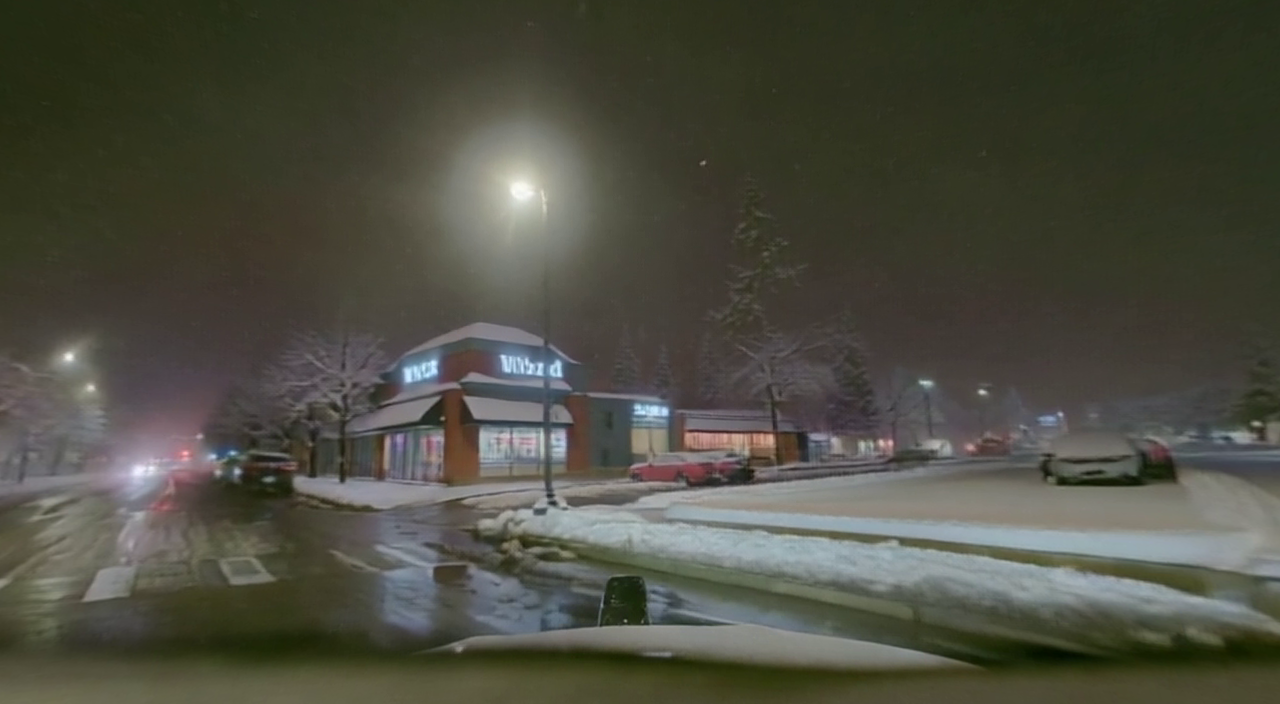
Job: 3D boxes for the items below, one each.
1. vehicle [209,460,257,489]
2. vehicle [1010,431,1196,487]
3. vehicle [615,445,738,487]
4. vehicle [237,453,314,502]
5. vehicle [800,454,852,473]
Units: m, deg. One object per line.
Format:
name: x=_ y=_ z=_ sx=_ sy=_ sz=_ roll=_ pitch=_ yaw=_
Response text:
vehicle: x=-27.441 y=8.199 z=42.429 sx=2.053 sy=1.691 sz=4.194 roll=7 pitch=-11 yaw=-40
vehicle: x=15.492 y=3.568 z=21.293 sx=4.706 sy=1.663 sz=1.993 roll=-8 pitch=-12 yaw=43
vehicle: x=1.510 y=4.782 z=26.731 sx=4.814 sy=1.618 sz=1.869 roll=-4 pitch=-10 yaw=27
vehicle: x=-16.539 y=5.580 z=28.474 sx=2.150 sy=2.013 sz=4.748 roll=7 pitch=-12 yaw=-38
vehicle: x=14.530 y=8.749 z=49.379 sx=1.557 sy=1.372 sz=3.538 roll=7 pitch=-13 yaw=-43
